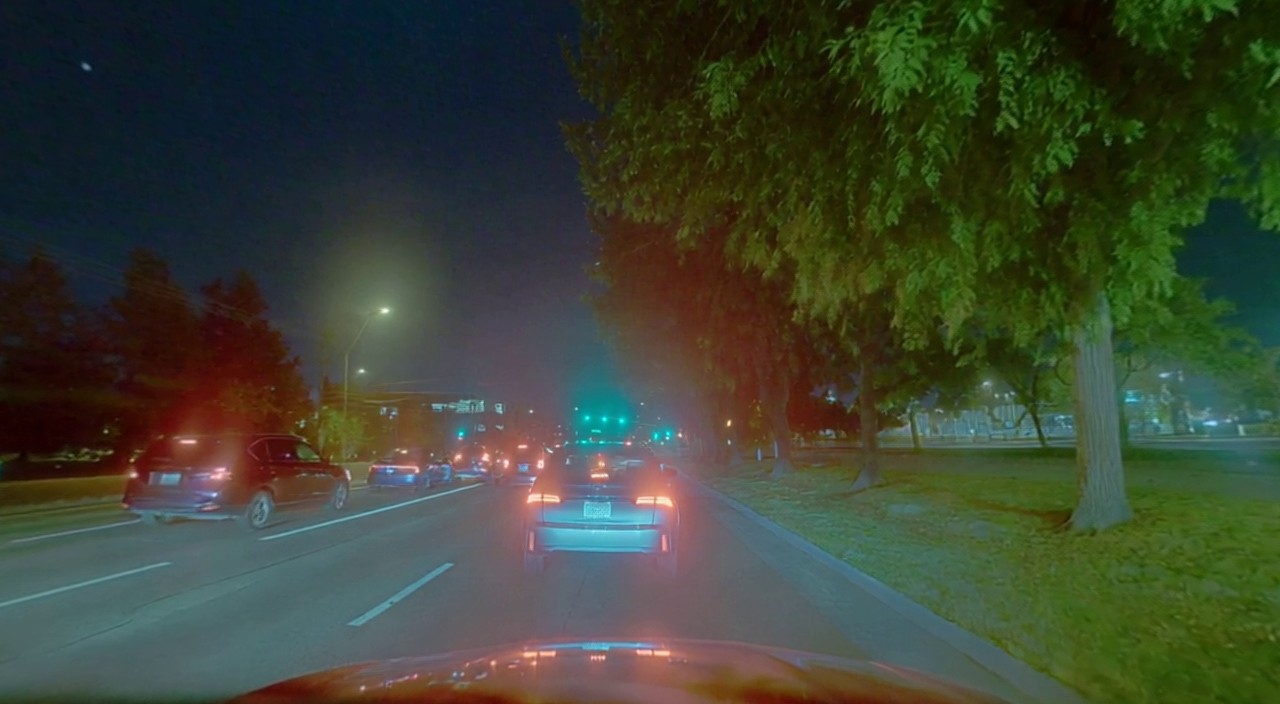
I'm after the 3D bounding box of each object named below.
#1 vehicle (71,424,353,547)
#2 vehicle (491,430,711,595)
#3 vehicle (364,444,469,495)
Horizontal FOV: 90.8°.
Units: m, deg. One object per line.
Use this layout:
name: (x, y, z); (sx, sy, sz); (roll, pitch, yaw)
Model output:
vehicle: (-7.302, 2.286, 11.491); (2.068, 1.784, 4.224); (0, -9, 1)
vehicle: (-0.374, 1.818, 8.011); (2.066, 1.544, 3.954); (0, -9, 0)
vehicle: (-7.341, 3.880, 21.263); (1.851, 1.532, 4.279); (0, -9, 2)
